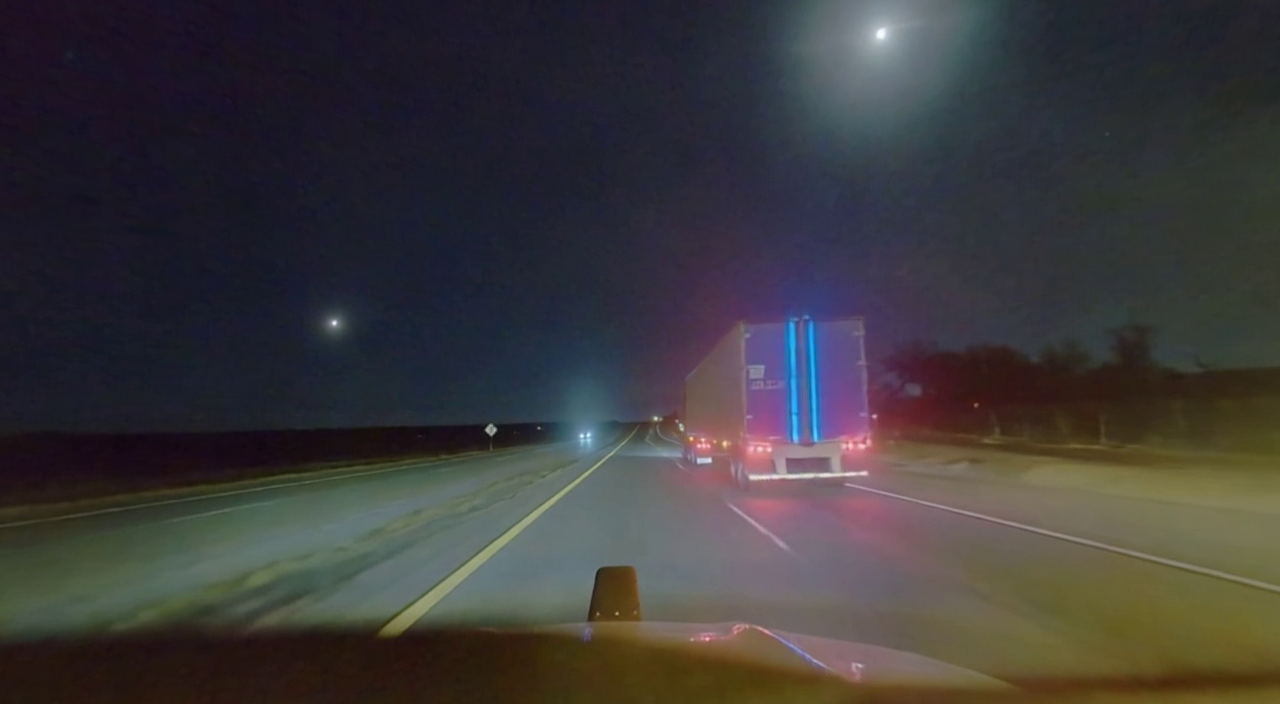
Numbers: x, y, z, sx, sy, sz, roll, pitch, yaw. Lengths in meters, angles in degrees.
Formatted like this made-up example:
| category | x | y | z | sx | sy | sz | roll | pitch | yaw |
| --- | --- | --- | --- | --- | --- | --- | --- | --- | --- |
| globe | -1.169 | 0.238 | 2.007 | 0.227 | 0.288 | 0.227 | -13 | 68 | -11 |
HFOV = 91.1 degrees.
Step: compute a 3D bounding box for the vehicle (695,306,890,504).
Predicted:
| category | x | y | z | sx | sy | sz | roll | pitch | yaw |
| --- | --- | --- | --- | --- | --- | --- | --- | --- | --- |
| vehicle | 3.333 | 1.560 | 16.570 | 2.949 | 3.877 | 8.528 | 0 | -8 | 0 |
